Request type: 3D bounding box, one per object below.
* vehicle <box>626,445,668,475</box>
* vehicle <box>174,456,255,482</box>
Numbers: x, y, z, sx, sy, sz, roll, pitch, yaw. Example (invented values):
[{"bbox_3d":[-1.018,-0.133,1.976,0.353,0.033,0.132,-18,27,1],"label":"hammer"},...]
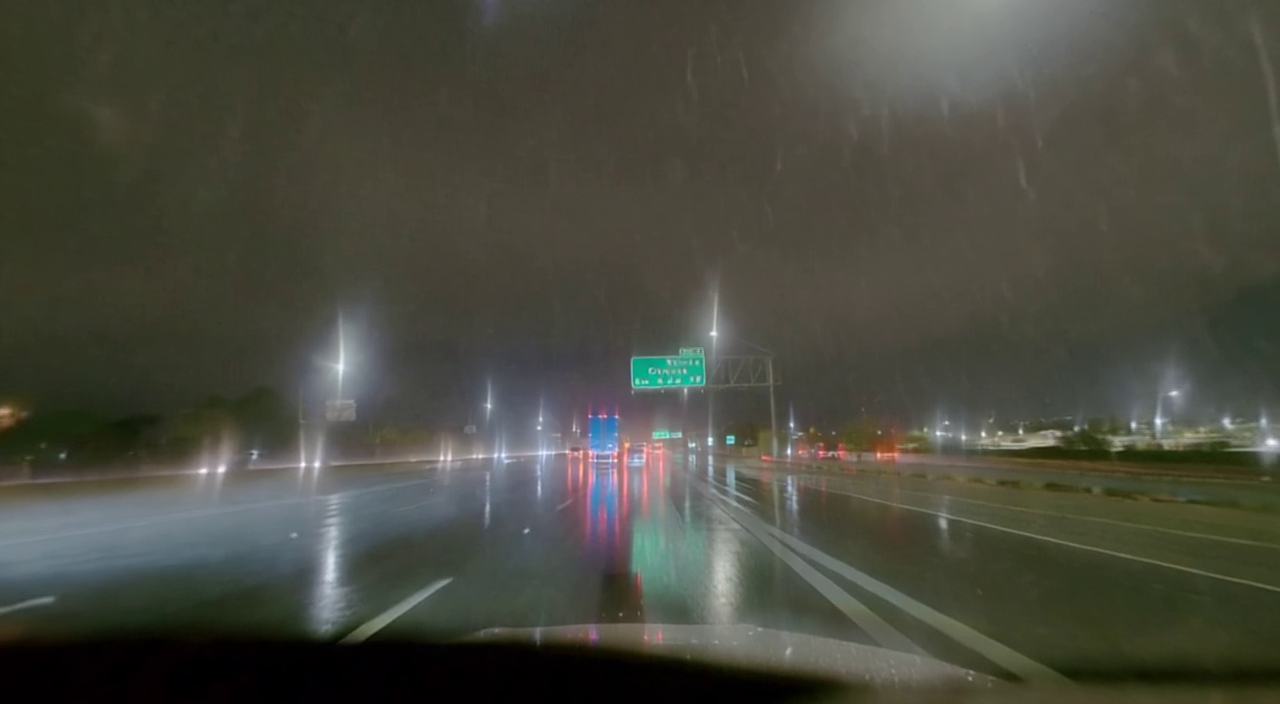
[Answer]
[{"bbox_3d":[0.326,5.645,33.051,2.066,1.469,4.050,0,-9,-1],"label":"vehicle"},{"bbox_3d":[-31.115,8.532,46.261,2.230,1.690,5.153,-1,-9,2],"label":"vehicle"}]
